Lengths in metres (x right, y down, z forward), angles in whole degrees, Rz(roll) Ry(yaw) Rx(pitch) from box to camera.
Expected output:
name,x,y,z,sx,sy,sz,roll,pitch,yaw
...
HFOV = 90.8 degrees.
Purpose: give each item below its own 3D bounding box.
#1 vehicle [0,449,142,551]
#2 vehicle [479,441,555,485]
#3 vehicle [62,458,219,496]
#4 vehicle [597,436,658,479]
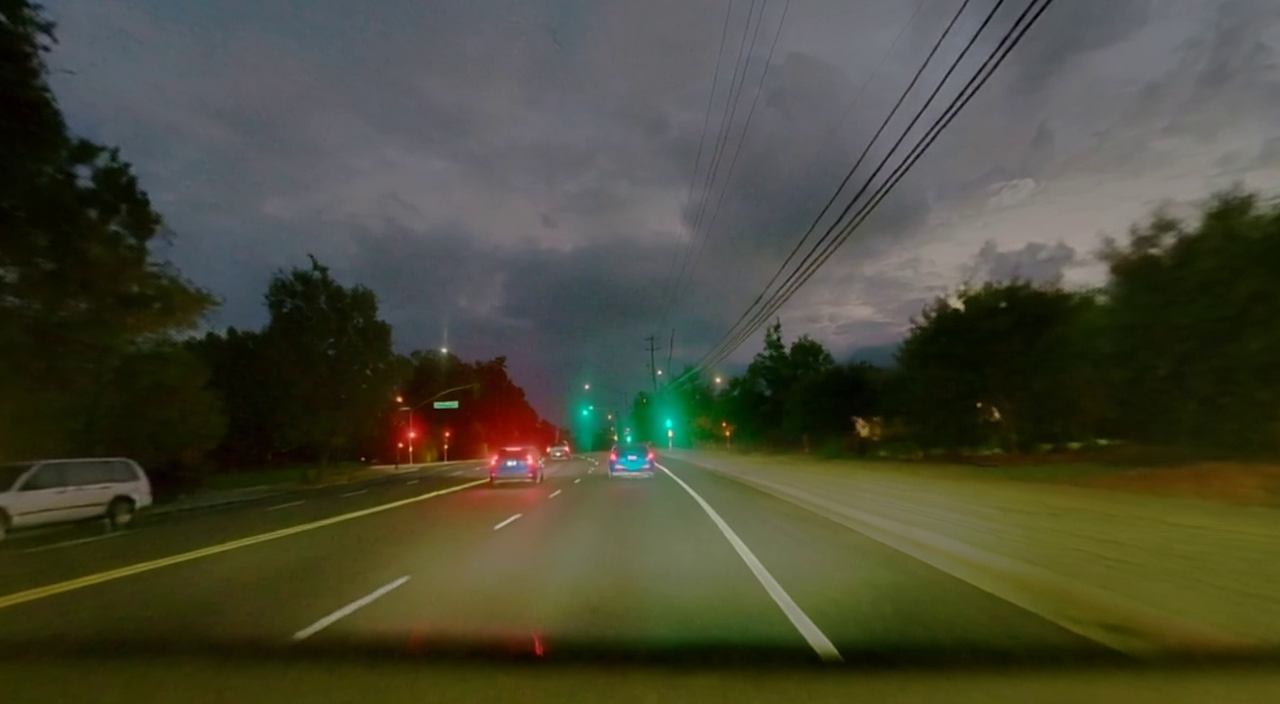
name,x,y,z,sx,sy,sz,roll,pitch,yaw
vehicle,-14.565,3.296,14.185,2.094,2.000,5.603,1,-7,1
vehicle,-4.321,3.944,22.868,1.913,1.425,4.235,0,-8,0
vehicle,-21.293,5.320,27.093,4.881,1.488,2.069,0,-8,-3
vehicle,-0.504,4.017,24.328,2.168,1.504,4.284,0,-8,-2
